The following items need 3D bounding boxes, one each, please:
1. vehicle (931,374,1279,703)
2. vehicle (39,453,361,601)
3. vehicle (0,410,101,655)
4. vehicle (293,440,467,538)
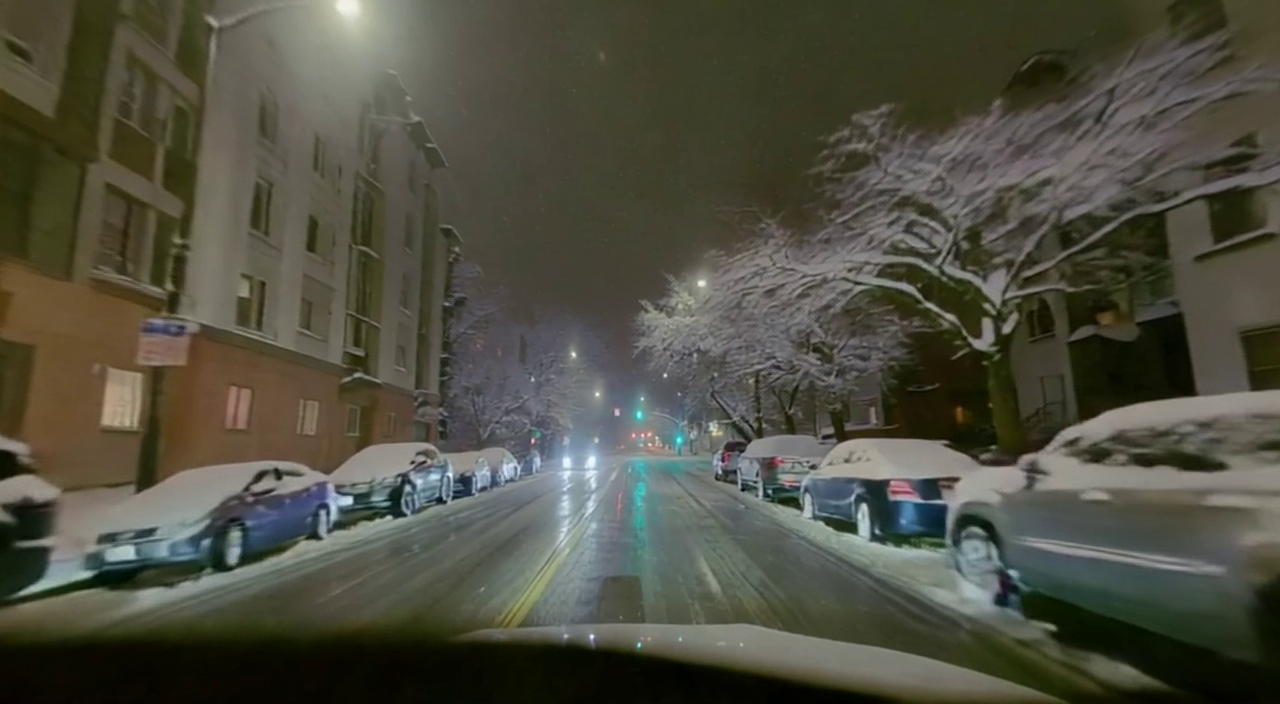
[{"bbox_3d":[3.990,1.116,3.630,2.320,1.779,4.615,0,-8,-1],"label":"vehicle"},{"bbox_3d":[-6.073,2.362,9.493,1.765,1.426,4.349,-7,-8,-1],"label":"vehicle"},{"bbox_3d":[-6.077,1.225,3.335,2.175,1.849,4.725,-3,-8,3],"label":"vehicle"},{"bbox_3d":[-5.982,3.153,15.259,2.077,1.756,4.665,-6,-9,1],"label":"vehicle"}]
